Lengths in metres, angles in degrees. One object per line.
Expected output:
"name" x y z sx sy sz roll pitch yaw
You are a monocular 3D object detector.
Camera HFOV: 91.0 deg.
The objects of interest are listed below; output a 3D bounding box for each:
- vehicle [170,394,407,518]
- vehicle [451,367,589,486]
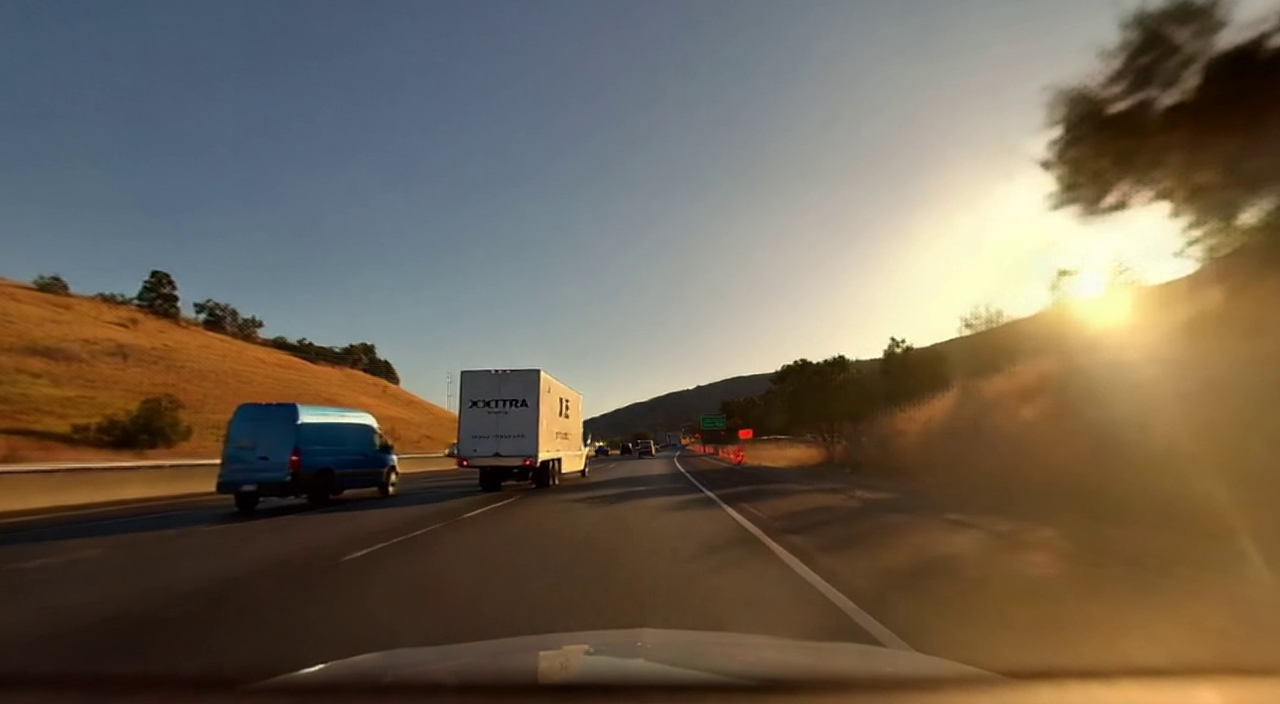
"vehicle" -8.609 2.636 16.427 2.469 2.615 5.874 0 -8 3
"vehicle" -4.436 3.192 26.053 3.183 4.011 9.617 0 -8 4
